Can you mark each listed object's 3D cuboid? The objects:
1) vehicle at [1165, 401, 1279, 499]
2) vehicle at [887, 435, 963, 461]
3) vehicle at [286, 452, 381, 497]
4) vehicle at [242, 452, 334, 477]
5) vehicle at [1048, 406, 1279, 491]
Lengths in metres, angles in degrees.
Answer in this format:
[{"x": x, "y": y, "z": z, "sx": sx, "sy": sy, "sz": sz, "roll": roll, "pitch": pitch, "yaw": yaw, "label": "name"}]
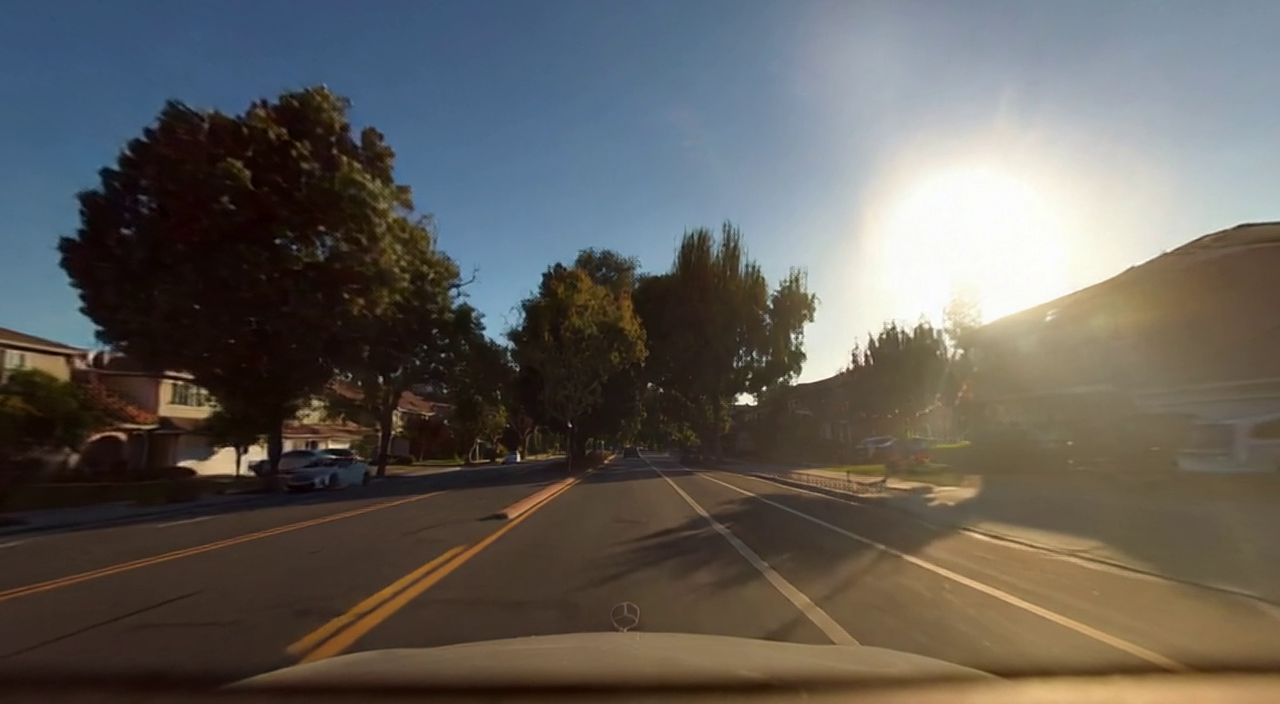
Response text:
[{"x": 13.682, "y": 1.923, "z": 12.584, "sx": 4.629, "sy": 1.770, "sz": 1.959, "roll": 0, "pitch": -8, "yaw": -1, "label": "vehicle"}, {"x": 18.086, "y": 6.089, "z": 40.228, "sx": 3.858, "sy": 1.583, "sz": 1.931, "roll": 0, "pitch": -8, "yaw": -1, "label": "vehicle"}, {"x": -12.898, "y": 5.151, "z": 26.925, "sx": 1.936, "sy": 1.504, "sz": 4.456, "roll": -2, "pitch": -7, "yaw": -1, "label": "vehicle"}, {"x": -21.583, "y": 6.902, "z": 38.911, "sx": 4.491, "sy": 1.467, "sz": 1.861, "roll": 0, "pitch": -8, "yaw": -4, "label": "vehicle"}, {"x": 13.147, "y": 2.378, "z": 15.665, "sx": 4.594, "sy": 1.921, "sz": 2.021, "roll": 0, "pitch": -8, "yaw": -2, "label": "vehicle"}]
